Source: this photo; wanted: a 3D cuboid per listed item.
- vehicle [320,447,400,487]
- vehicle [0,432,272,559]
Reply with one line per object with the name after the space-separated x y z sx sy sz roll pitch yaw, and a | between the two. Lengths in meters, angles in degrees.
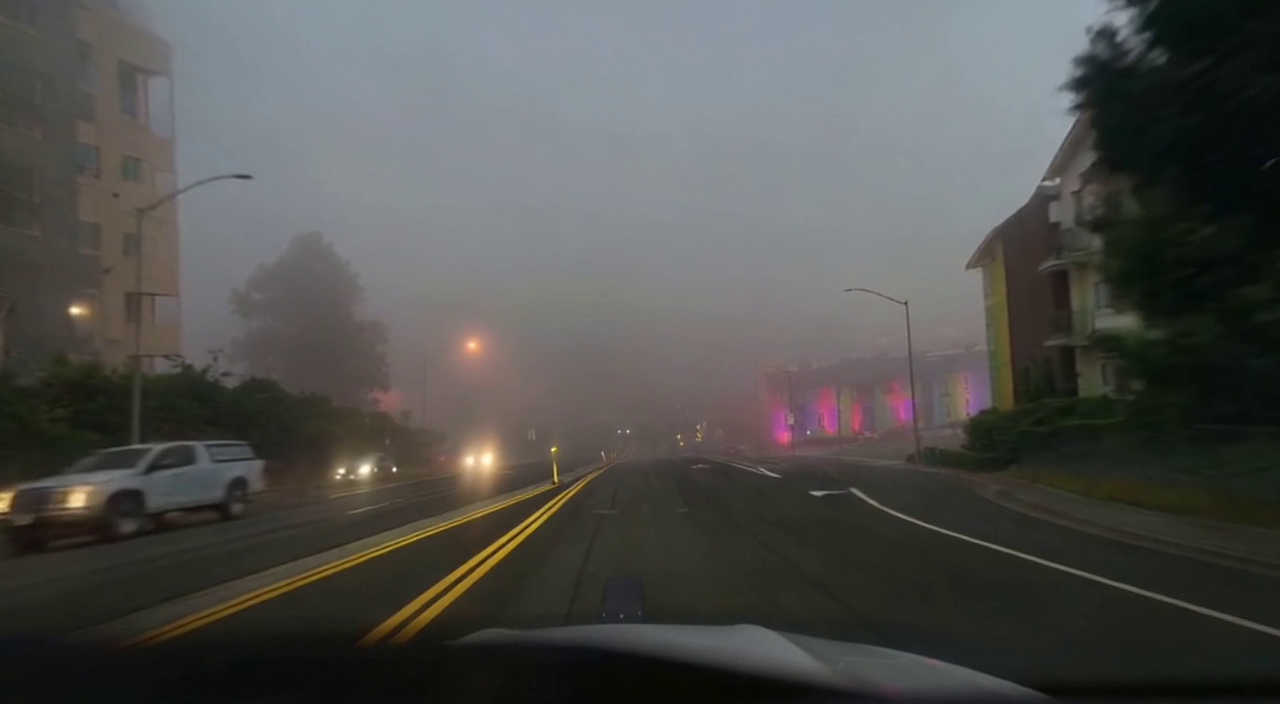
-12.061 4.941 27.598 2.145 1.559 4.967 2 -9 -11 | vehicle
-9.244 2.498 11.864 2.112 1.873 4.717 1 -8 -5 | vehicle
